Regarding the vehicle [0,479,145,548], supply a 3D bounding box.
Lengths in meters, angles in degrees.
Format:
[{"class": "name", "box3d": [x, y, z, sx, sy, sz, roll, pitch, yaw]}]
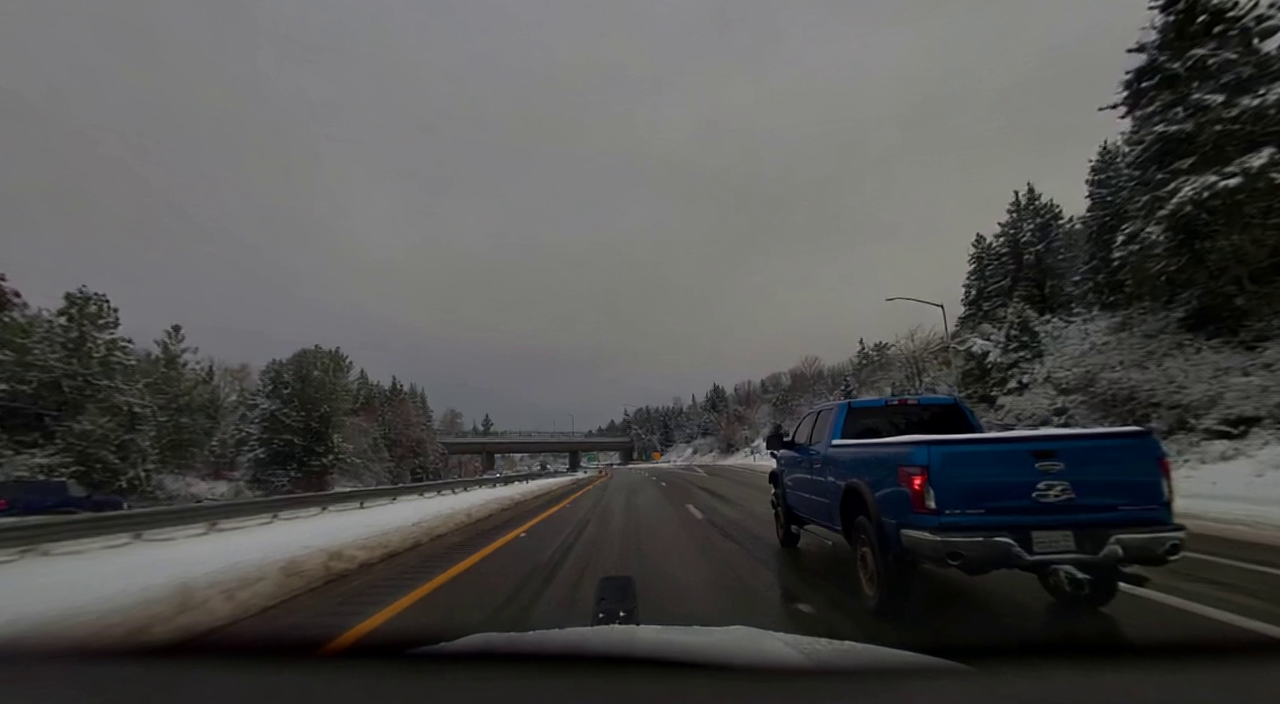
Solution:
[{"class": "vehicle", "box3d": [-22.317, 5.940, 23.839, 2.573, 1.976, 5.651, 0, -9, 1]}]
